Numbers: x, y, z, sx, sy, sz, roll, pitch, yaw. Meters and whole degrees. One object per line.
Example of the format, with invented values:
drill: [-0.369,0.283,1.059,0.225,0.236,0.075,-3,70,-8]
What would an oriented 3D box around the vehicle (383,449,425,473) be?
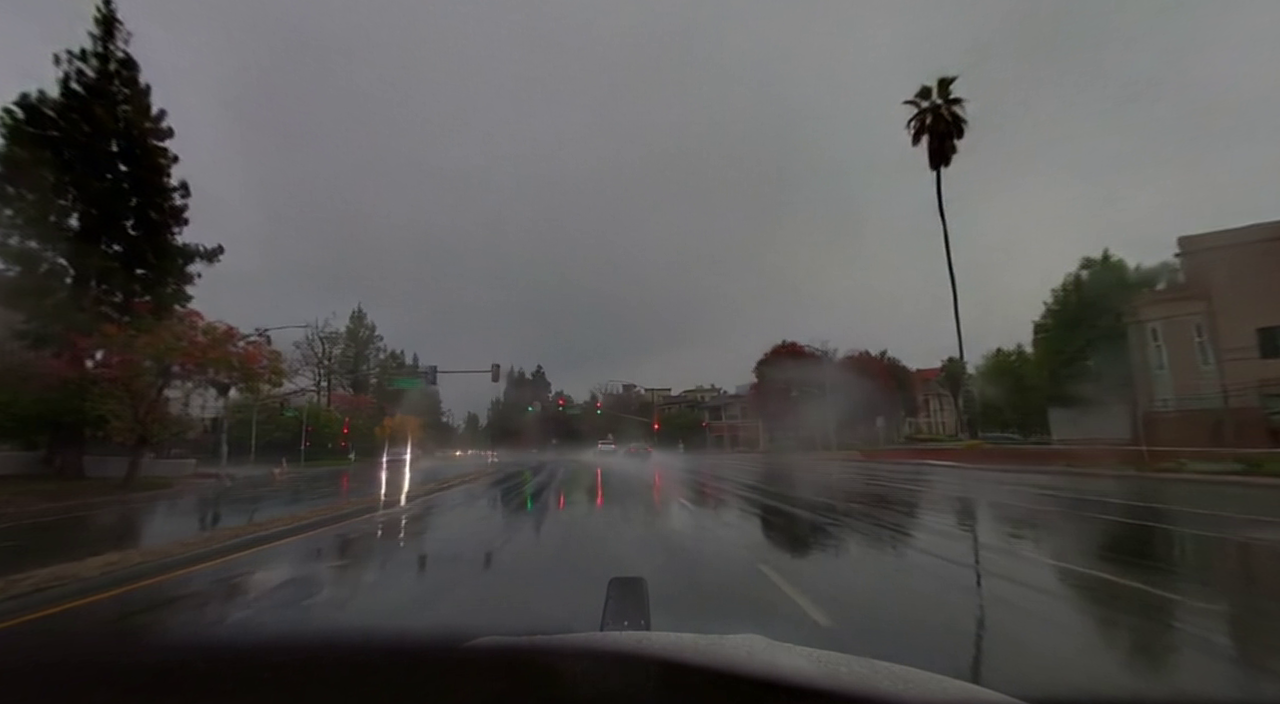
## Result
vehicle: [-17.360,8.015,46.504,2.017,1.611,4.403,1,-9,-9]
